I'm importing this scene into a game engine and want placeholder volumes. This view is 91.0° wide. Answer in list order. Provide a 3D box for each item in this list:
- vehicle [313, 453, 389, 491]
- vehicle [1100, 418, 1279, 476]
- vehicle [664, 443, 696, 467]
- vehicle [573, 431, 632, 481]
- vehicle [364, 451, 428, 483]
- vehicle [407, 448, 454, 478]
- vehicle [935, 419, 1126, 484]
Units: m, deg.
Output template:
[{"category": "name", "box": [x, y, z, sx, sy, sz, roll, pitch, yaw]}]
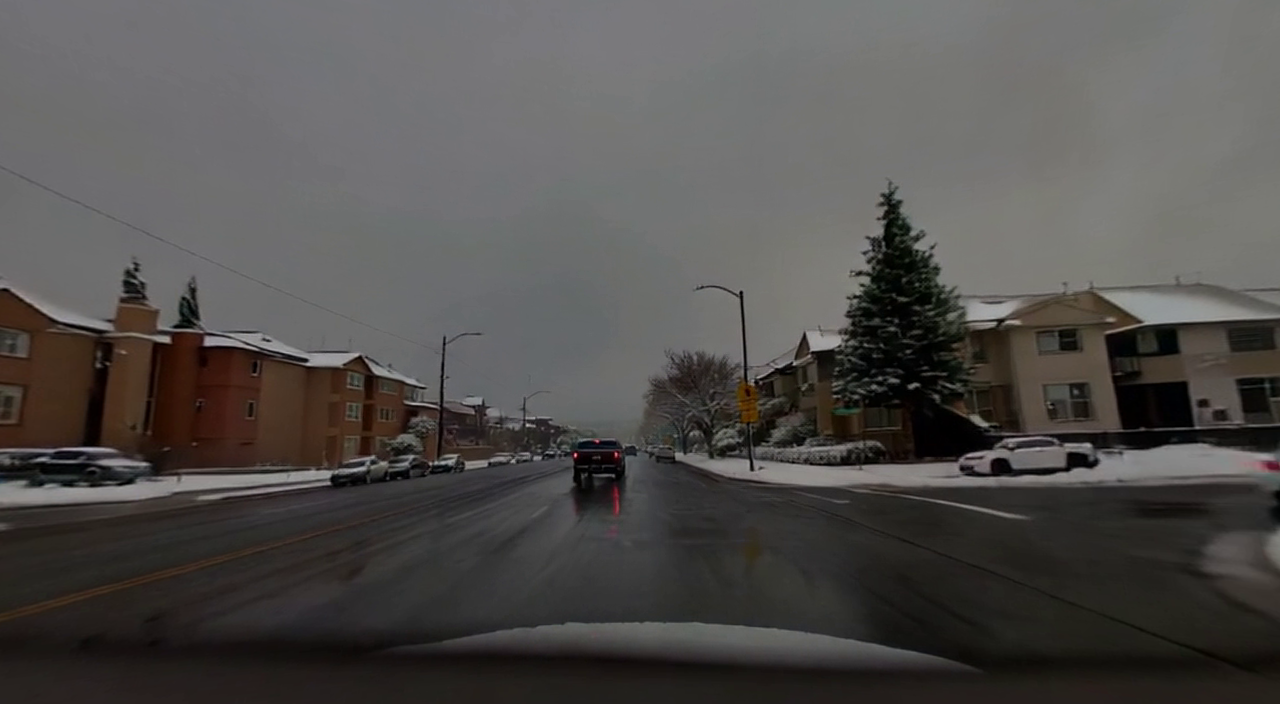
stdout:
[{"category": "vehicle", "box": [-14.397, 5.951, 31.636, 1.884, 1.451, 4.435, -4, -7, -3]}, {"category": "vehicle", "box": [18.334, 3.114, 20.618, 4.750, 1.775, 2.124, 0, -9, 0]}, {"category": "vehicle", "box": [2.892, 7.598, 46.588, 1.949, 1.685, 4.161, 1, -9, -2]}, {"category": "vehicle", "box": [-1.407, 4.183, 25.561, 1.994, 1.810, 5.057, 0, -9, 1]}, {"category": "vehicle", "box": [-14.324, 6.731, 37.203, 1.875, 1.496, 4.728, -4, -7, 0]}, {"category": "vehicle", "box": [-14.383, 7.600, 43.421, 1.890, 1.640, 4.320, -3, -7, -1]}, {"category": "vehicle", "box": [12.628, 3.234, 20.563, 4.873, 1.624, 1.924, -4, -9, -3]}]
